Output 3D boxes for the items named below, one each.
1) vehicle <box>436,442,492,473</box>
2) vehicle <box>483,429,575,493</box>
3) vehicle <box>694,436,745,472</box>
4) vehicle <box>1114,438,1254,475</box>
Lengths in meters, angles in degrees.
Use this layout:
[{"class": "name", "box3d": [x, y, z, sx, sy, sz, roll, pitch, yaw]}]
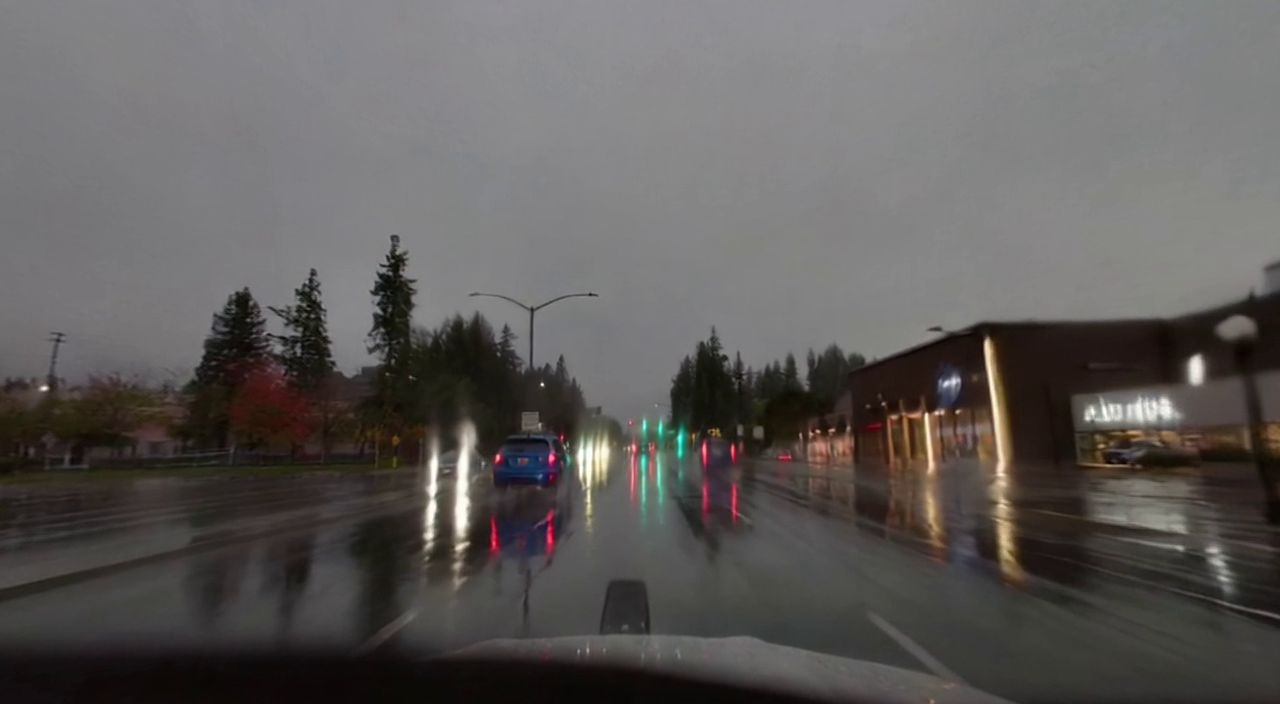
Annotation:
[{"class": "vehicle", "box3d": [-10.602, 6.347, 38.283, 2.098, 1.749, 4.584, 0, -8, -1]}, {"class": "vehicle", "box3d": [-3.387, 3.429, 20.173, 2.047, 1.810, 4.414, 0, -9, 1]}, {"class": "vehicle", "box3d": [4.145, 5.396, 33.464, 2.083, 1.779, 4.347, 0, -9, -1]}, {"class": "vehicle", "box3d": [30.151, 5.804, 35.243, 2.274, 1.901, 5.570, 2, -9, -11]}]
